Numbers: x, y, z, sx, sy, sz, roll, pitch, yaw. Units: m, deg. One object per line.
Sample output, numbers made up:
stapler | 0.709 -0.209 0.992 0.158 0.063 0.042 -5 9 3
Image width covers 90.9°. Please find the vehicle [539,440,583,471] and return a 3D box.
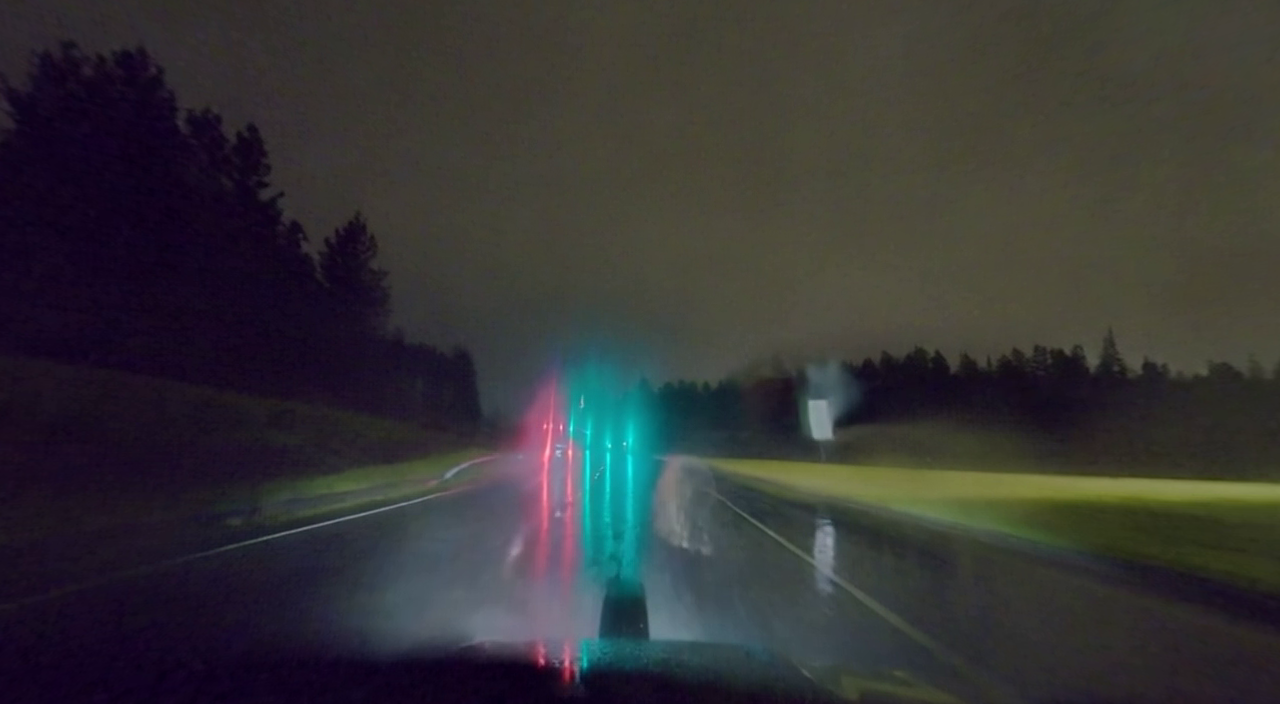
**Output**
vehicle | -4.096 5.455 33.363 1.968 1.503 4.443 0 -8 -3
